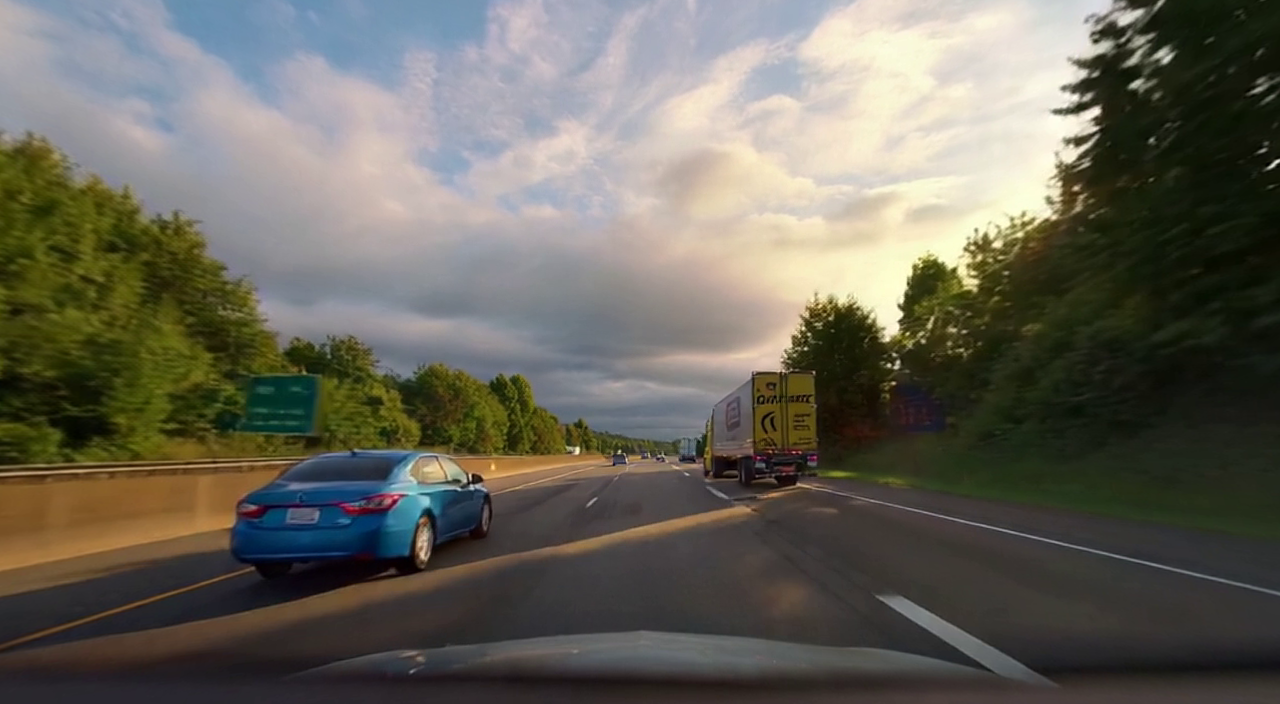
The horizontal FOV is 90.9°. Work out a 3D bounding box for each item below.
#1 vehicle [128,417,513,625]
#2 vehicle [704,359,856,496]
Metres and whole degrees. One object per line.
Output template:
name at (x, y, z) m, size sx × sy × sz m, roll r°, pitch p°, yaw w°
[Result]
vehicle at (-2.905, 1.641, 7.093) m, size 1.960 × 1.579 × 4.384 m, roll 0°, pitch -9°, yaw 1°
vehicle at (4.716, 3.211, 25.012) m, size 2.858 × 3.952 × 13.731 m, roll 0°, pitch -9°, yaw 0°
